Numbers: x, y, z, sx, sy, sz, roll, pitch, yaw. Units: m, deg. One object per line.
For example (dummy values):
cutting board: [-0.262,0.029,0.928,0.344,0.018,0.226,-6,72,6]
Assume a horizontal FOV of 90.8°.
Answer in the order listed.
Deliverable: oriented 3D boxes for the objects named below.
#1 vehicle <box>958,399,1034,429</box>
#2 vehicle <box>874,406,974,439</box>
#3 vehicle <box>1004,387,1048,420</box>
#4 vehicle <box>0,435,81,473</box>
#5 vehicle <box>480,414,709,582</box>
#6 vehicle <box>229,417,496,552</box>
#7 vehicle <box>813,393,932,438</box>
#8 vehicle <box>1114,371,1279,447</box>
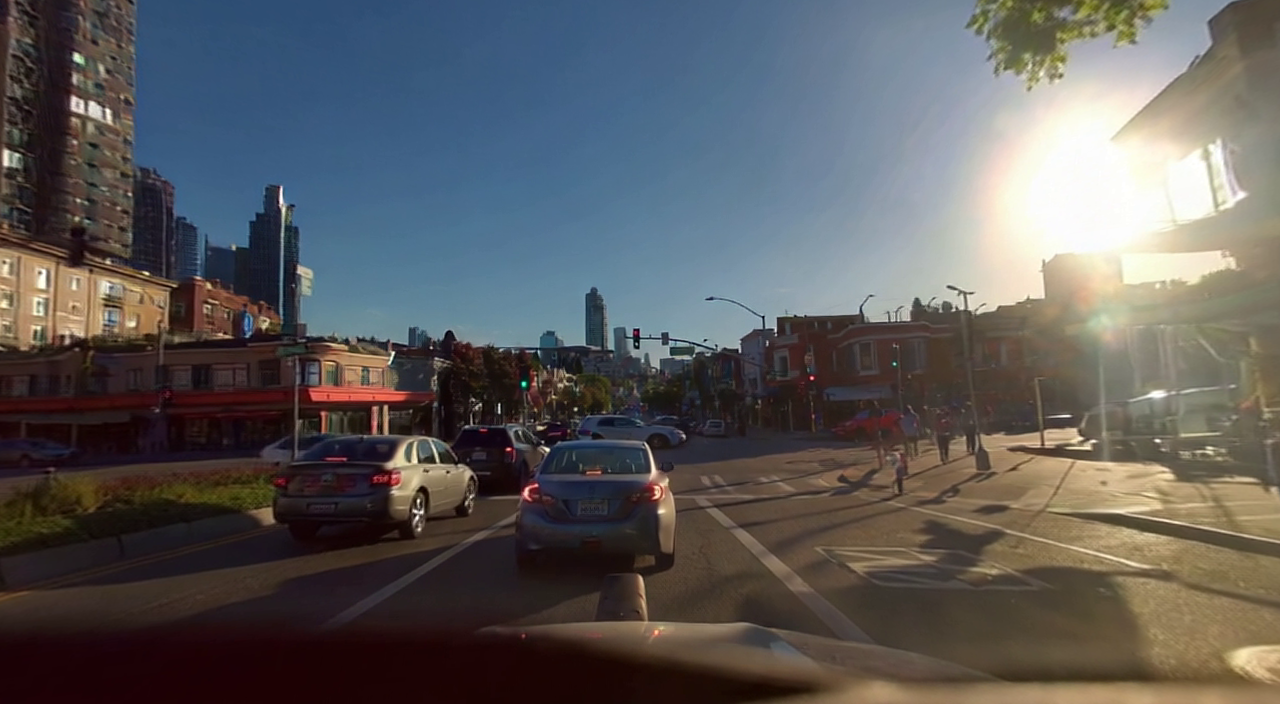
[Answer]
vehicle: [21.161,3.740,37.482,5.017,1.542,2.055,7,-11,-38]
vehicle: [15.112,3.800,33.625,4.775,1.604,1.915,3,-9,-20]
vehicle: [27.041,3.661,44.156,2.152,1.993,5.078,-6,-10,34]
vehicle: [-32.418,5.328,33.033,4.280,1.857,2.136,0,-8,1]
vehicle: [-0.428,1.622,7.790,2.082,1.520,3.896,0,-8,0]
vehicle: [-3.696,1.852,9.519,1.934,1.522,4.464,0,-8,1]
vehicle: [13.784,3.849,37.493,6.541,2.480,2.259,3,-9,-19]
vehicle: [21.692,2.220,23.985,5.756,2.653,2.403,1,-9,-11]
